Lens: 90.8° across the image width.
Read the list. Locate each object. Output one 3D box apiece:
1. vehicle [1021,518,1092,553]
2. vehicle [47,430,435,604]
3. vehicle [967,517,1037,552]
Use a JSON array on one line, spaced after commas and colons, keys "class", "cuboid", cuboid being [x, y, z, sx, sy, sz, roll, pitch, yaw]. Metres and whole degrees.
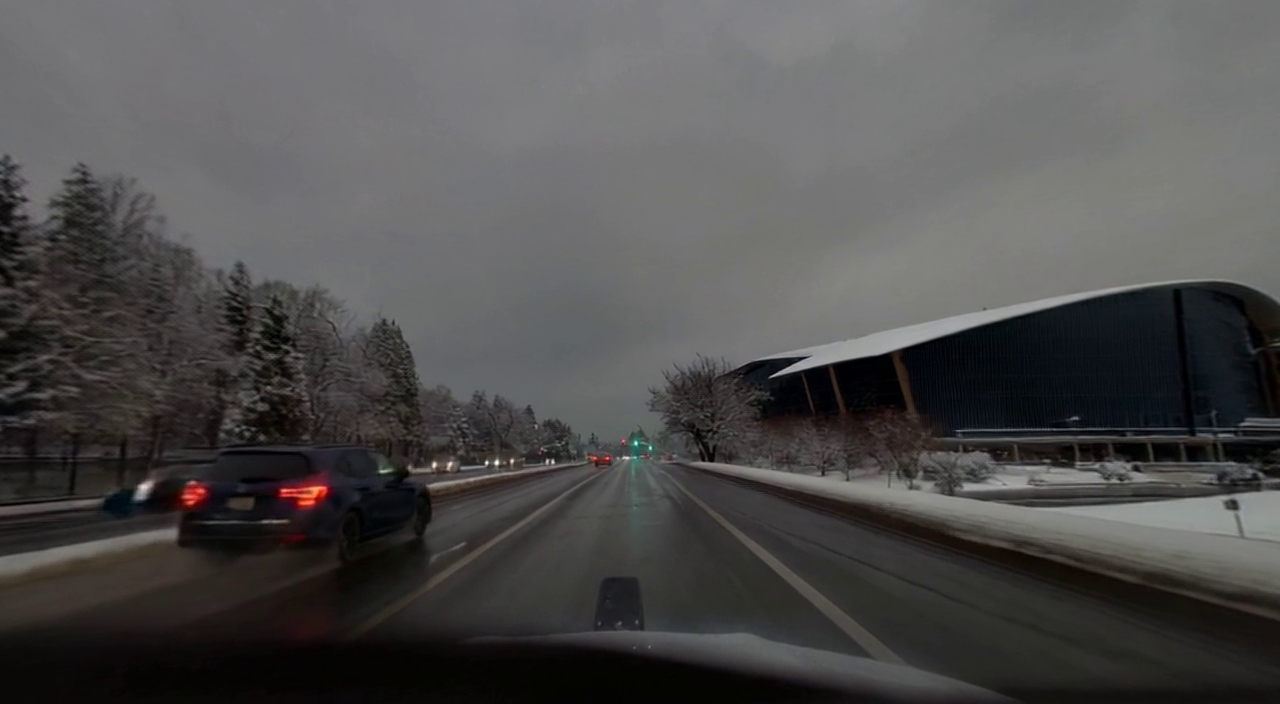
[{"class": "vehicle", "cuboid": [26.510, 11.672, 40.385, 1.914, 1.715, 3.814, -1, -10, 2]}, {"class": "vehicle", "cuboid": [-4.341, 1.820, 8.042, 1.936, 1.536, 4.627, 0, -8, 0]}, {"class": "vehicle", "cuboid": [23.863, 12.035, 41.875, 1.993, 1.688, 4.523, 0, -9, 1]}]
